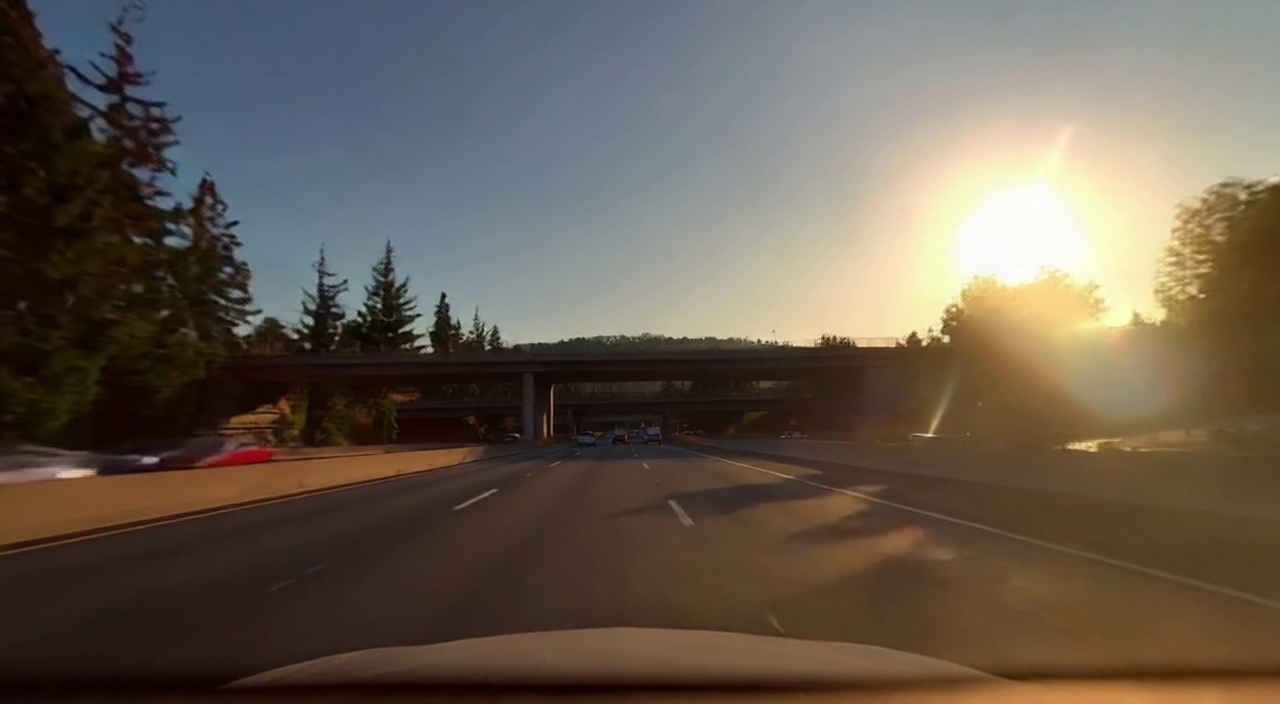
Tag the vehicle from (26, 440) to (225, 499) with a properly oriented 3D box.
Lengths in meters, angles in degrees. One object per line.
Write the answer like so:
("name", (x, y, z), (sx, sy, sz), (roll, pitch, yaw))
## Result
("vehicle", (-14.640, 3.321, 18.368), (1.969, 1.473, 4.711), (0, -8, -2))
